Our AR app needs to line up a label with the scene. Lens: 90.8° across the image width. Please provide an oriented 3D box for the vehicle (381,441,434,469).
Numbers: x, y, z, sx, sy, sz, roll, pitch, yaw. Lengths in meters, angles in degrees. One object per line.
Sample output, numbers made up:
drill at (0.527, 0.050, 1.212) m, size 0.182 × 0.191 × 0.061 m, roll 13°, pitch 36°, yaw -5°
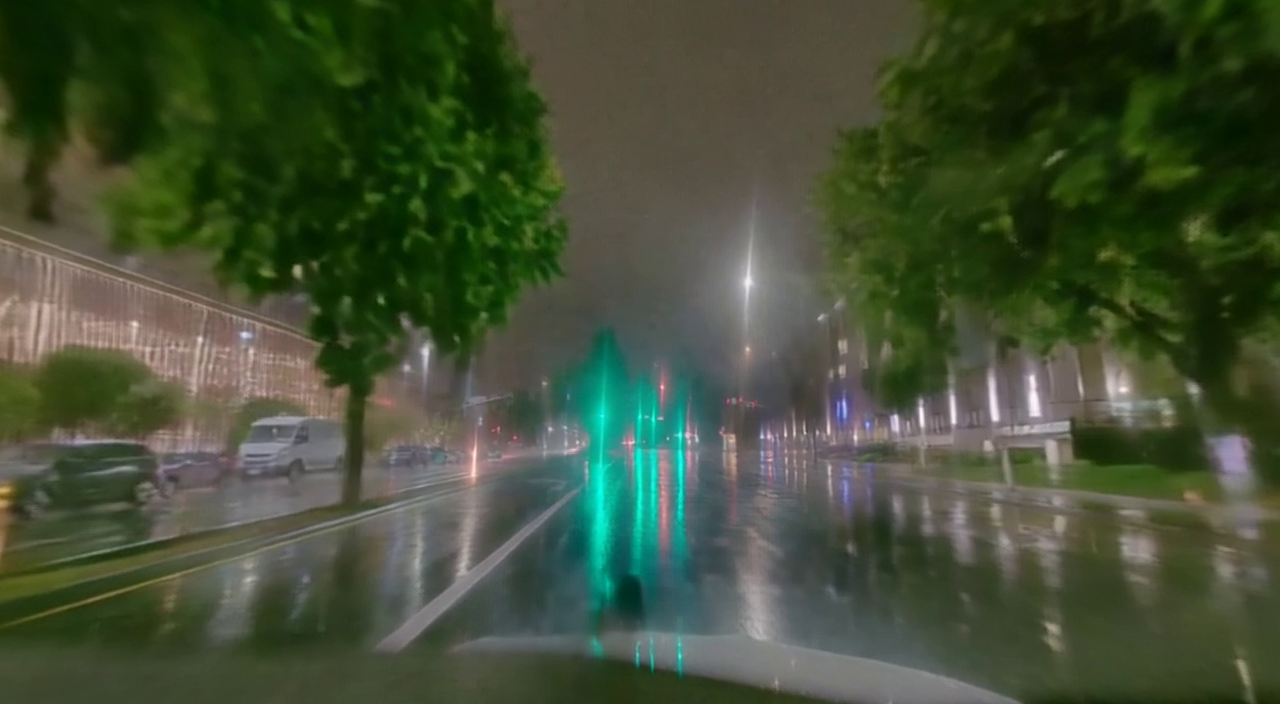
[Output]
vehicle at (-15.581, 6.924, 42.647) m, size 1.950 × 1.749 × 5.006 m, roll 0°, pitch -8°, yaw -3°

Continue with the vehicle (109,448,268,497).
vehicle at (-15.524, 4.139, 22.158) m, size 1.929 × 1.471 × 4.919 m, roll 0°, pitch -8°, yaw 0°

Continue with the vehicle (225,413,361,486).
vehicle at (-15.429, 4.412, 28.779) m, size 2.335 × 2.896 × 6.785 m, roll -1°, pitch -9°, yaw -1°

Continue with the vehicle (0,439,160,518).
vehicle at (-15.396, 3.200, 16.460) m, size 1.989 × 1.747 × 5.019 m, roll -1°, pitch -8°, yaw -3°
